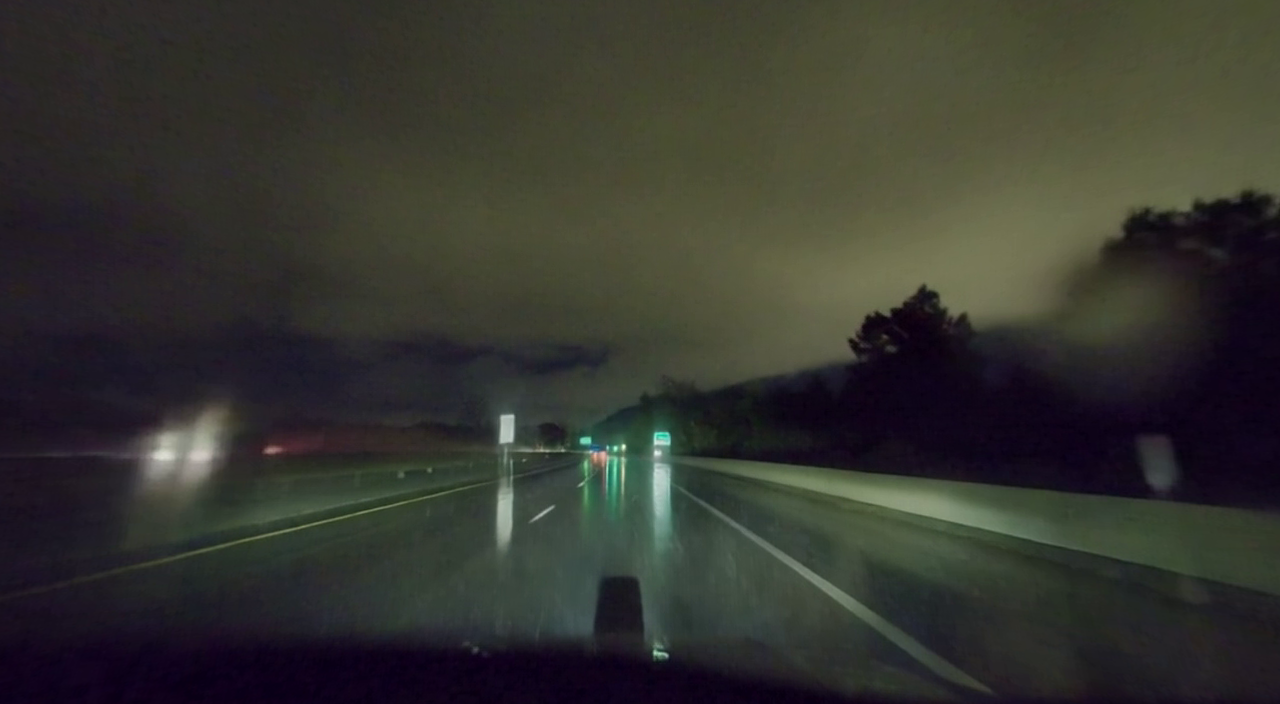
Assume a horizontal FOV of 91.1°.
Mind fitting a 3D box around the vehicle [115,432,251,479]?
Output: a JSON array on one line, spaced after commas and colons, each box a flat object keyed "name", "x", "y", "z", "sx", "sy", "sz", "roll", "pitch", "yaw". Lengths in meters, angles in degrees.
[{"name": "vehicle", "x": -17.147, "y": 3.909, "z": 23.917, "sx": 1.911, "sy": 1.593, "sz": 4.372, "roll": 0, "pitch": -9, "yaw": -1}]
